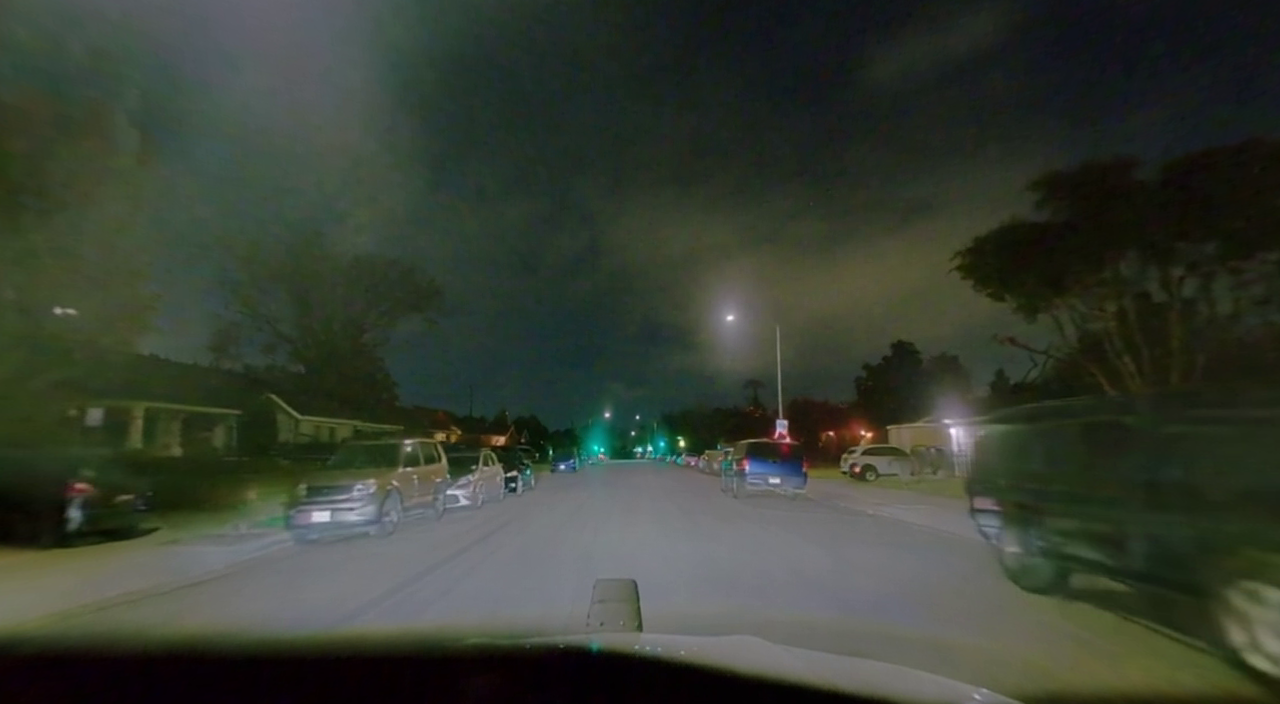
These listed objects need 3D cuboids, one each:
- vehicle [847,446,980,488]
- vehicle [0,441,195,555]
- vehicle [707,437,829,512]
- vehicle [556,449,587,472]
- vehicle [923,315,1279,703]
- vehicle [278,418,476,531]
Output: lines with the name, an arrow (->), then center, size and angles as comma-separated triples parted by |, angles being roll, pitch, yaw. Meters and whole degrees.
vehicle -> 10.485, 4.411, 24.442 | 4.244, 1.479, 1.969 | 1, -9, -3
vehicle -> -9.616, 2.119, 9.539 | 4.370, 1.509, 1.879 | 0, -9, 2
vehicle -> 3.669, 3.636, 19.519 | 2.415, 1.963, 5.688 | 0, -8, -2
vehicle -> -5.009, 8.019, 46.701 | 1.983, 1.579, 3.879 | 1, -9, -2
vehicle -> 5.008, 1.204, 5.464 | 2.384, 2.317, 5.579 | 0, -9, -1
vehicle -> -4.881, 2.389, 12.594 | 2.035, 1.822, 4.348 | 1, -10, 0
